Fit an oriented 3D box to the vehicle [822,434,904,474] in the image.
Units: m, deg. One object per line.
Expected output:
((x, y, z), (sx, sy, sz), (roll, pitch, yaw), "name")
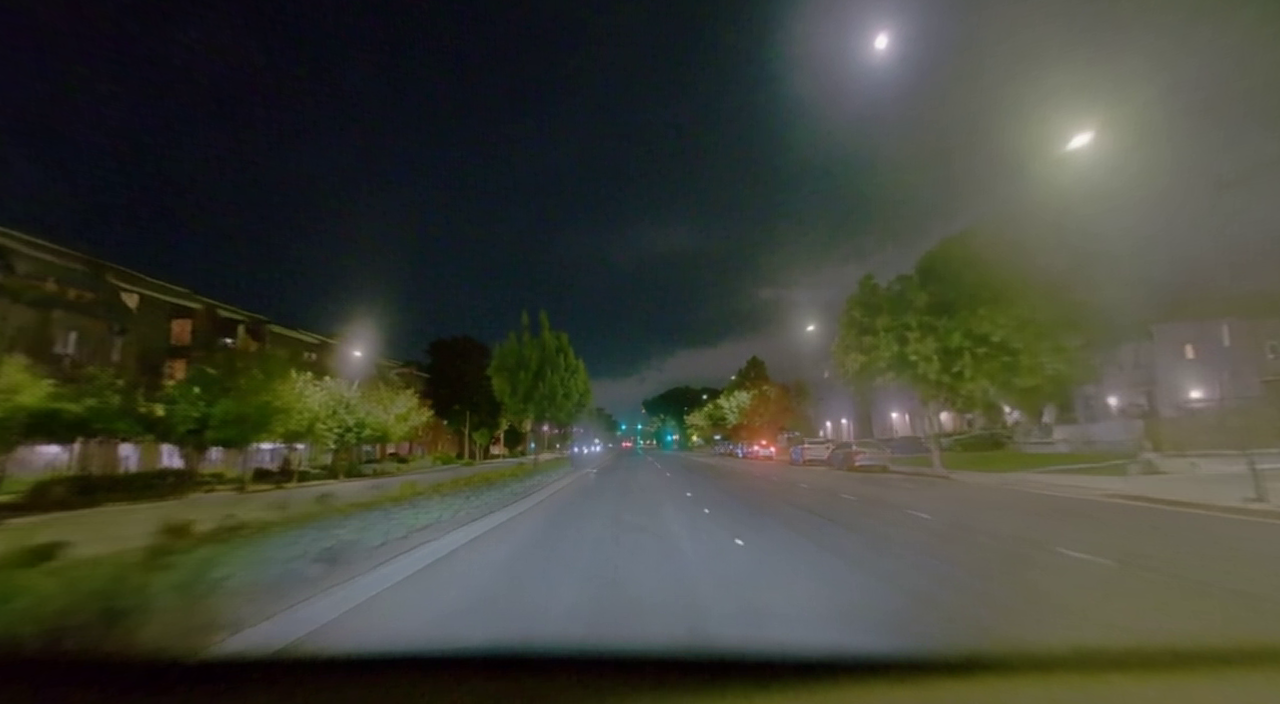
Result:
((9.926, 4.572, 28.518), (1.984, 1.672, 4.262), (0, -9, -2), "vehicle")

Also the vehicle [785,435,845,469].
((9.806, 5.650, 35.821), (2.037, 1.732, 4.530), (0, -9, -1), "vehicle")
